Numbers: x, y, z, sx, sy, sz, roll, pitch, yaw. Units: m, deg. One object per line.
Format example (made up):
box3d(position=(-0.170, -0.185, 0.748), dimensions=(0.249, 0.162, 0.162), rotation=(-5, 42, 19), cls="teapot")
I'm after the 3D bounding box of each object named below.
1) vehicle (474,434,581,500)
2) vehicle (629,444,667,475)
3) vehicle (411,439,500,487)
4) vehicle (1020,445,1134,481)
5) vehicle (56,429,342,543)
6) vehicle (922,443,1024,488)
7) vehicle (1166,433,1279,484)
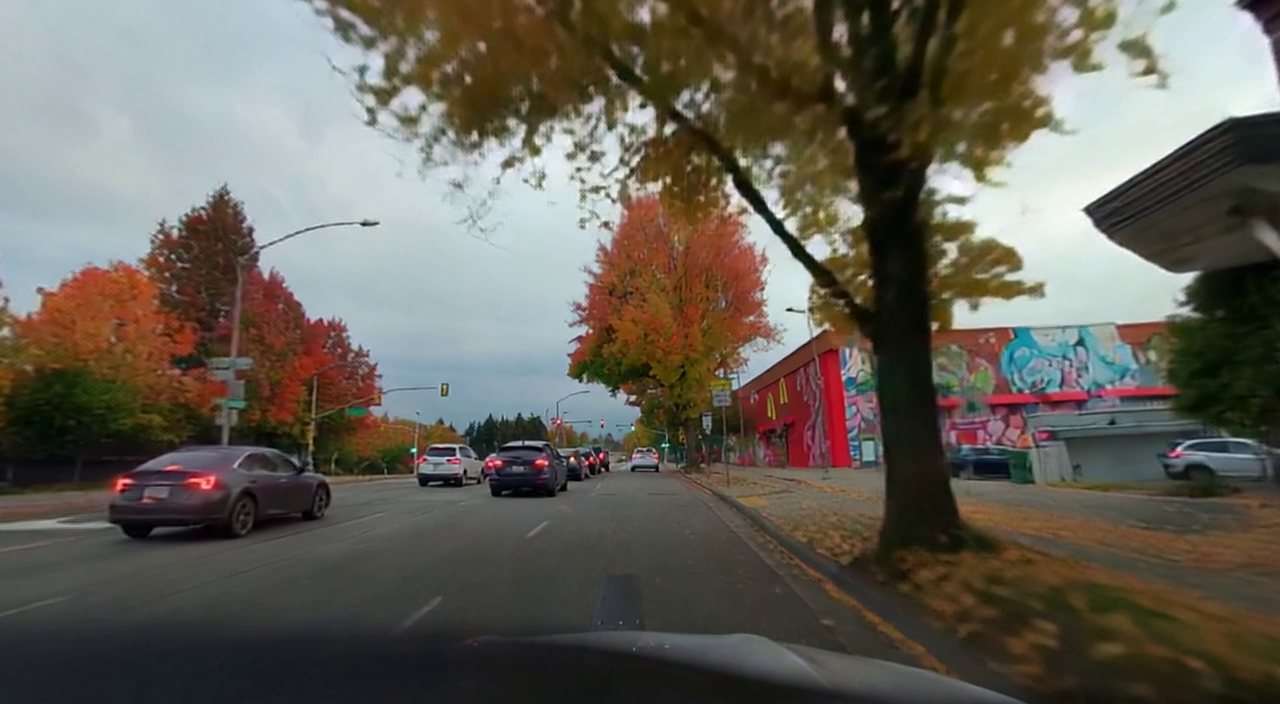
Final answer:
box3d(position=(-3.115, 3.309, 18.490), dimensions=(2.165, 1.663, 4.513), rotation=(0, -9, 2), cls="vehicle")
box3d(position=(0.469, 6.292, 37.009), dimensions=(2.144, 1.704, 4.028), rotation=(0, -9, 1), cls="vehicle")
box3d(position=(-7.204, 4.382, 25.147), dimensions=(2.069, 1.719, 4.441), rotation=(0, -9, 2), cls="vehicle")
box3d(position=(19.893, 5.029, 28.945), dimensions=(1.938, 1.490, 4.750), rotation=(0, -9, 2), cls="vehicle")
box3d(position=(-7.364, 2.250, 11.221), dimensions=(1.932, 1.596, 4.247), rotation=(0, -9, 1), cls="vehicle")
box3d(position=(14.125, 4.820, 27.072), dimensions=(1.963, 1.703, 4.447), rotation=(1, -9, 0), cls="vehicle")
box3d(position=(20.114, 3.435, 20.364), dimensions=(1.899, 1.521, 4.410), rotation=(2, -9, -13), cls="vehicle")
